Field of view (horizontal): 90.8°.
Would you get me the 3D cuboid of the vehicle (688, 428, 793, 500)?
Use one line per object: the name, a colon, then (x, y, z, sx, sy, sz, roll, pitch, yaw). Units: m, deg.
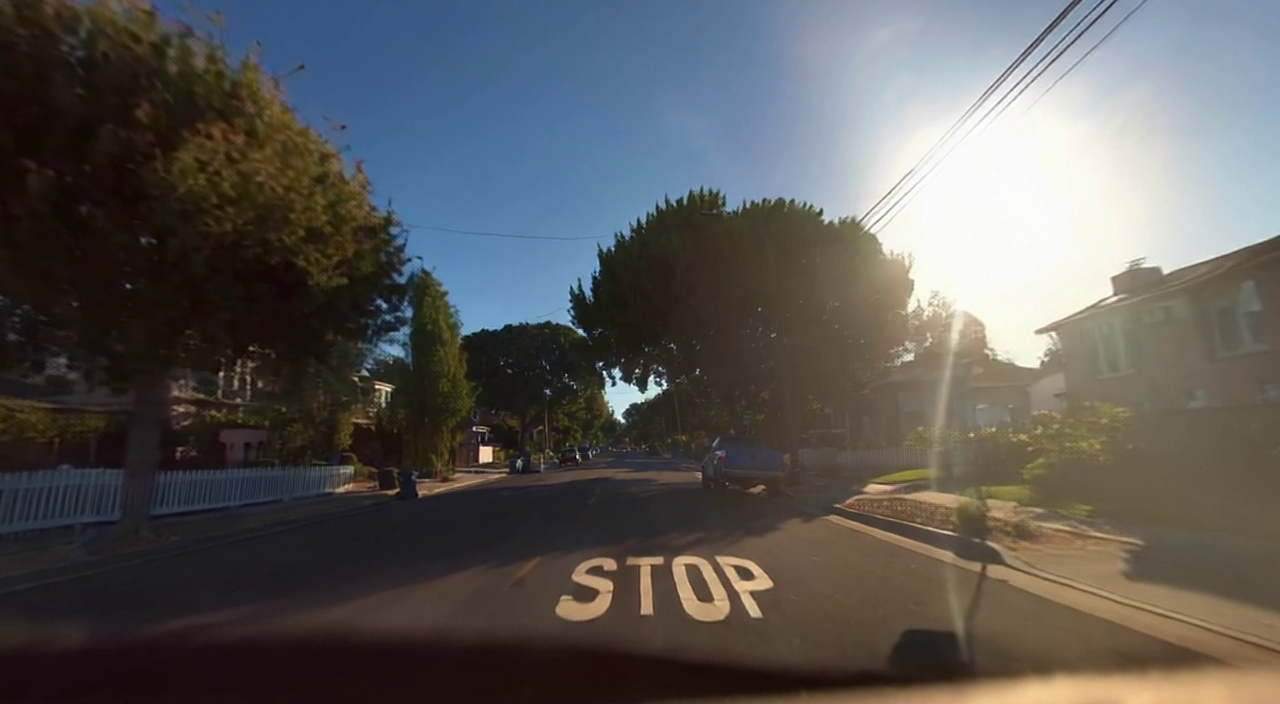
vehicle: (2.694, 3.169, 18.233, 2.126, 1.795, 4.751, 0, -9, -1)
